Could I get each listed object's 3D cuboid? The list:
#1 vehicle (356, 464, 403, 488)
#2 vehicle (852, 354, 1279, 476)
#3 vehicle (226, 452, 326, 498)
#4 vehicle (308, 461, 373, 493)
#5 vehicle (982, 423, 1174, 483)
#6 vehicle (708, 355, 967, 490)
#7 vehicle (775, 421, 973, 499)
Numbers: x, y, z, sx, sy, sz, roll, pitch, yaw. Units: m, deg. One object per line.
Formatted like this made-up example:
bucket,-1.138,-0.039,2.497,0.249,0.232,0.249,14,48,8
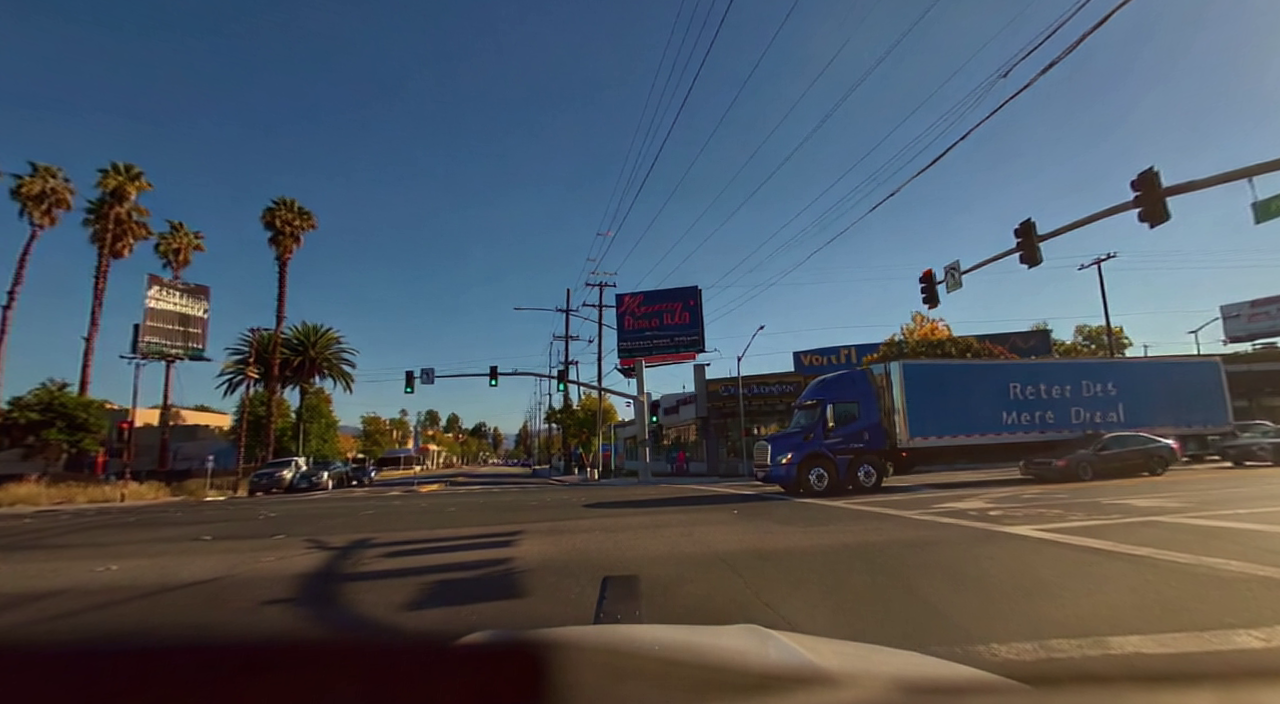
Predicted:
vehicle,-19.408,9.198,47.332,1.834,1.521,4.970,0,-9,-5
vehicle,16.964,2.445,24.565,17.071,4.151,2.876,1,-9,-11
vehicle,-22.845,7.688,40.148,2.989,2.573,6.053,0,-9,-4
vehicle,-18.418,7.671,39.156,2.028,1.744,4.876,0,-9,-5
vehicle,14.059,3.266,20.437,4.958,1.510,1.949,-2,-10,-10
vehicle,6.874,2.526,22.686,8.167,4.352,3.029,1,-9,-10
vehicle,7.069,3.295,19.423,5.079,1.893,2.200,-2,-10,-11
